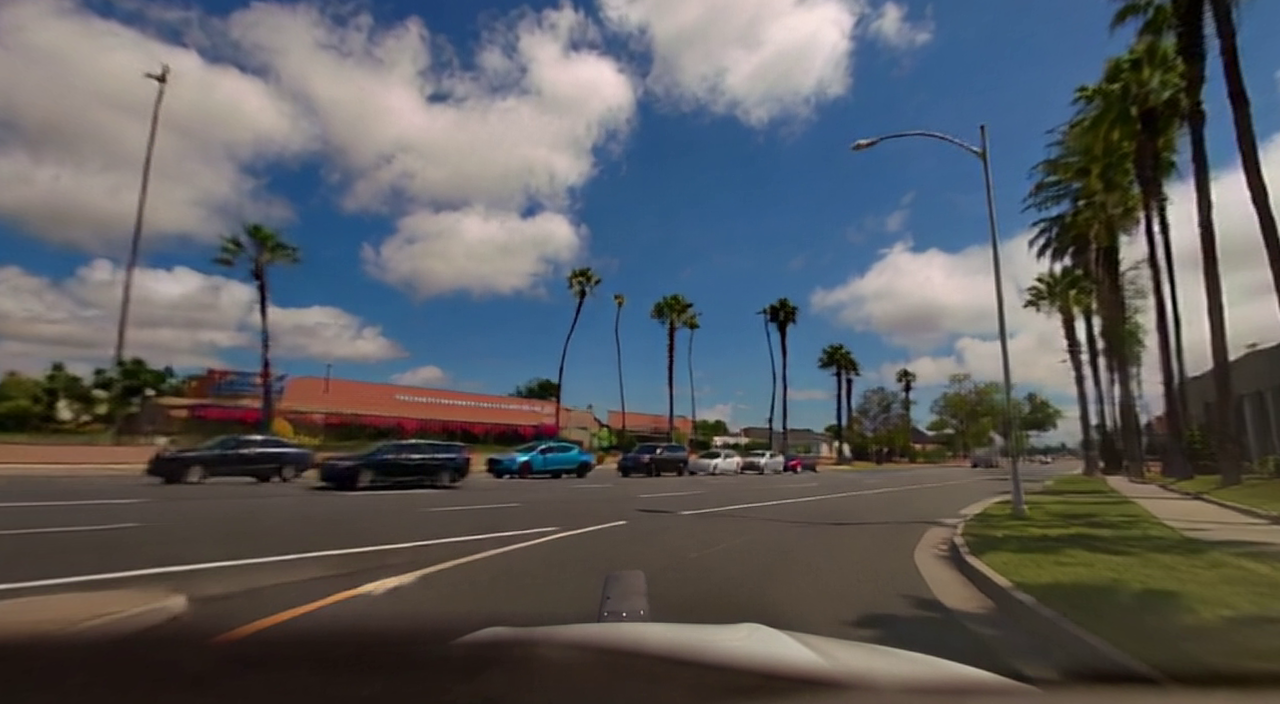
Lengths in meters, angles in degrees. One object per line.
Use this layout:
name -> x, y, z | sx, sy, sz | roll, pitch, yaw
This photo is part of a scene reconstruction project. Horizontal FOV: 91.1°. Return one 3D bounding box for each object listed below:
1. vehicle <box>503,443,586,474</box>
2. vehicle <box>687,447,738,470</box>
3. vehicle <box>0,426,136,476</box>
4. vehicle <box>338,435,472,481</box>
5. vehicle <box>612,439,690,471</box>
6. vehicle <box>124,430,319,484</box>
vehicle -> -5.049, 5.668, 33.516 | 1.857, 1.474, 4.291 | -9, -12, 36
vehicle -> 5.441, 7.878, 46.686 | 1.813, 1.535, 4.306 | -6, -11, 37
vehicle -> -24.285, 3.986, 25.383 | 2.071, 1.839, 5.616 | -6, -10, 37
vehicle -> -8.771, 3.958, 23.785 | 1.844, 1.543, 4.356 | -6, -10, 37
vehicle -> 0.799, 6.742, 41.304 | 2.184, 1.904, 5.617 | -9, -12, 37
vehicle -> -14.022, 3.553, 21.381 | 1.865, 1.593, 5.112 | -9, -12, 37
